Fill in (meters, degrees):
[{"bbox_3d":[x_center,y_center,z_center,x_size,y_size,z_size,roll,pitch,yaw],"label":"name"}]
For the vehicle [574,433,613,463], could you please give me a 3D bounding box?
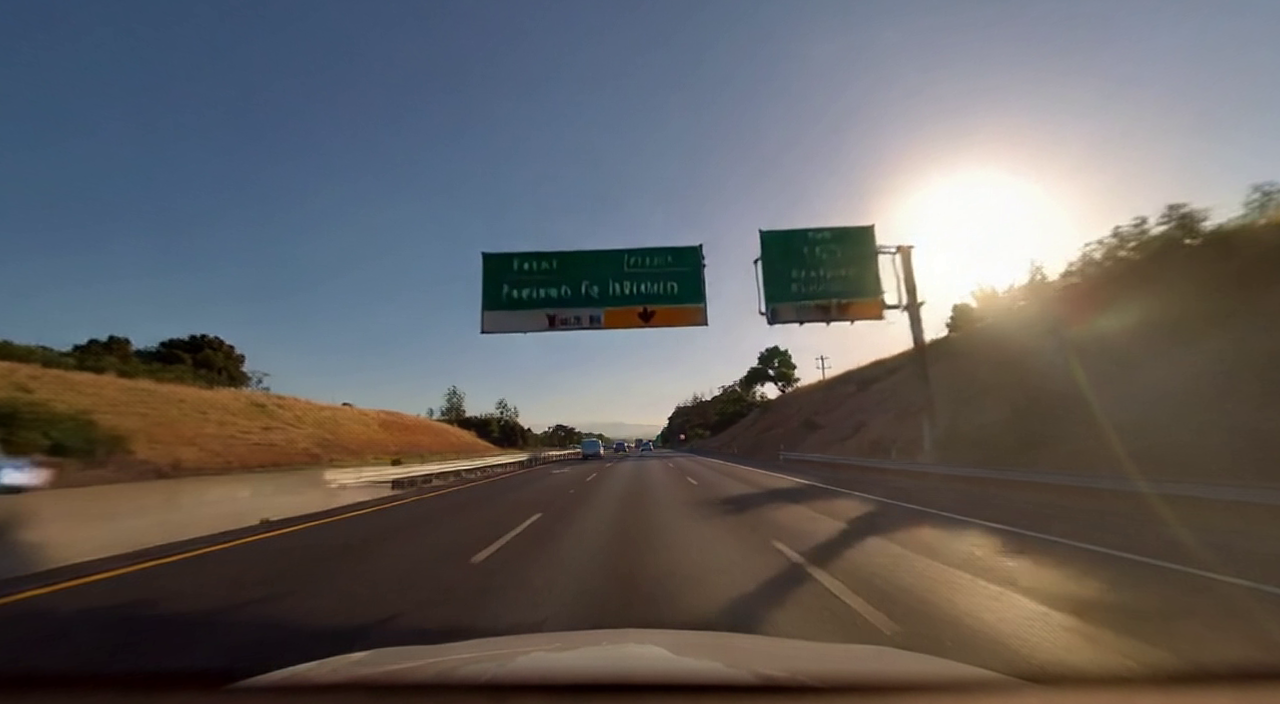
[{"bbox_3d":[-3.241,6.825,44.716,2.286,2.011,4.452,0,-8,2],"label":"vehicle"}]
